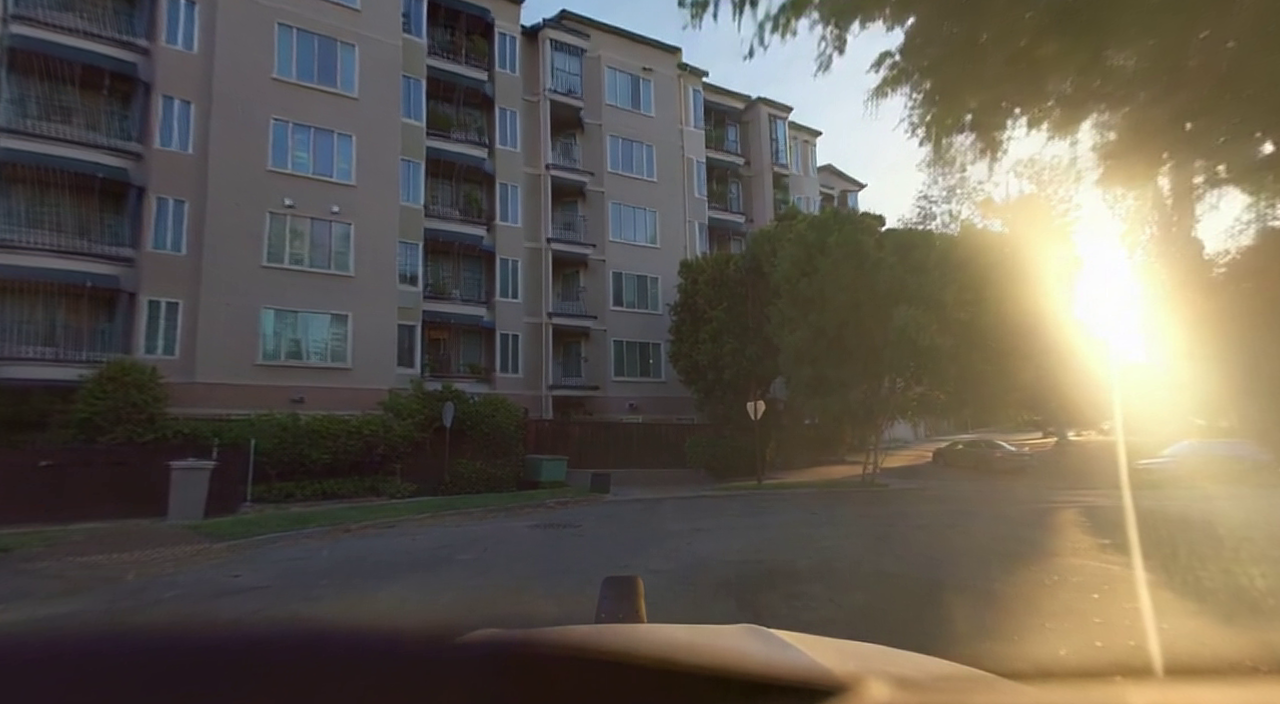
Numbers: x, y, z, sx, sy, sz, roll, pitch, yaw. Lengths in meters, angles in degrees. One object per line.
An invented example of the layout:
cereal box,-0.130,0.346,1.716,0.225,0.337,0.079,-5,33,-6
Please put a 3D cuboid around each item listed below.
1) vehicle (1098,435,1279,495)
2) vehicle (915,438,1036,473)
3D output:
vehicle,17.365,3.491,19.732,4.584,1.744,1.946,0,-8,-3
vehicle,14.939,4.574,28.206,4.714,1.458,1.812,2,-9,-15
